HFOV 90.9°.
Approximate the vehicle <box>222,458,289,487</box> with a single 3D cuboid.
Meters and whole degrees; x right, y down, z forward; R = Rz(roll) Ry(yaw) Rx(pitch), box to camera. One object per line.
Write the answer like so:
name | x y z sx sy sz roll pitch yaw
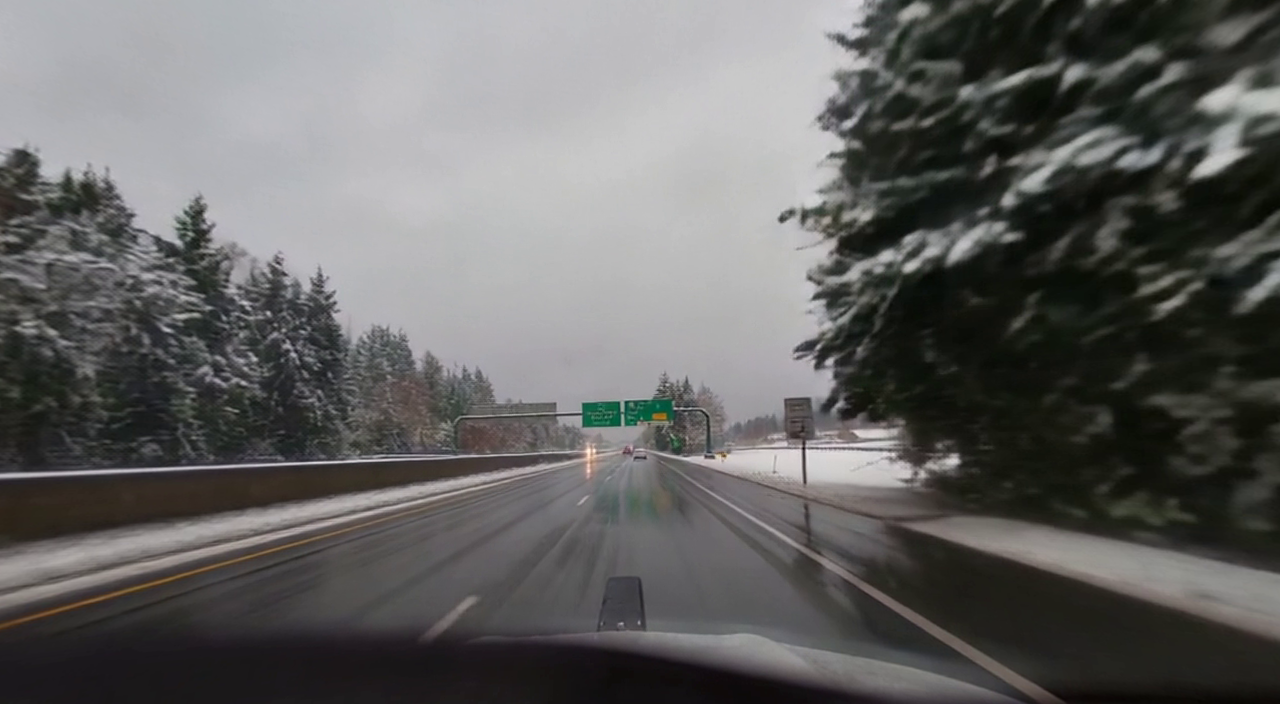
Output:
vehicle | -26.355 8.250 43.382 2.049 1.755 4.884 1 -9 -8
